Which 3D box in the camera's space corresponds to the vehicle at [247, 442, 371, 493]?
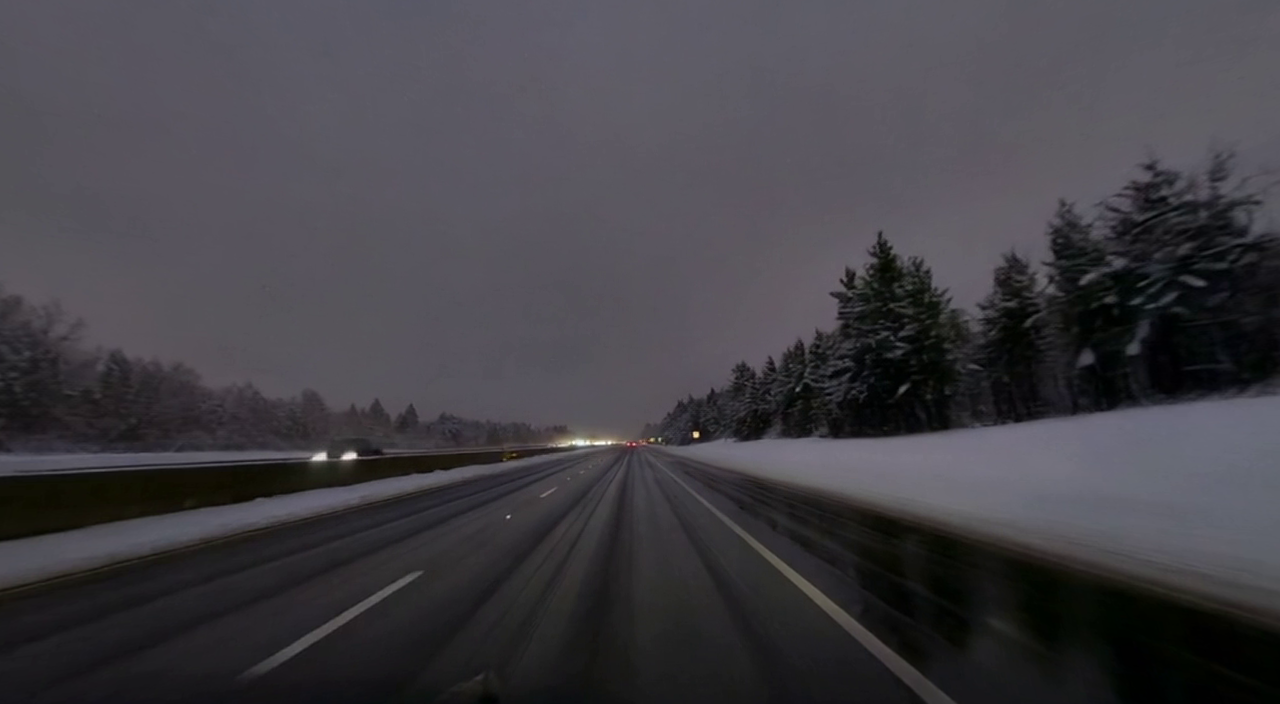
[{"bbox_3d":[-10.631,3.690,20.577,1.837,1.448,4.088,0,-8,0],"label":"vehicle"}]
